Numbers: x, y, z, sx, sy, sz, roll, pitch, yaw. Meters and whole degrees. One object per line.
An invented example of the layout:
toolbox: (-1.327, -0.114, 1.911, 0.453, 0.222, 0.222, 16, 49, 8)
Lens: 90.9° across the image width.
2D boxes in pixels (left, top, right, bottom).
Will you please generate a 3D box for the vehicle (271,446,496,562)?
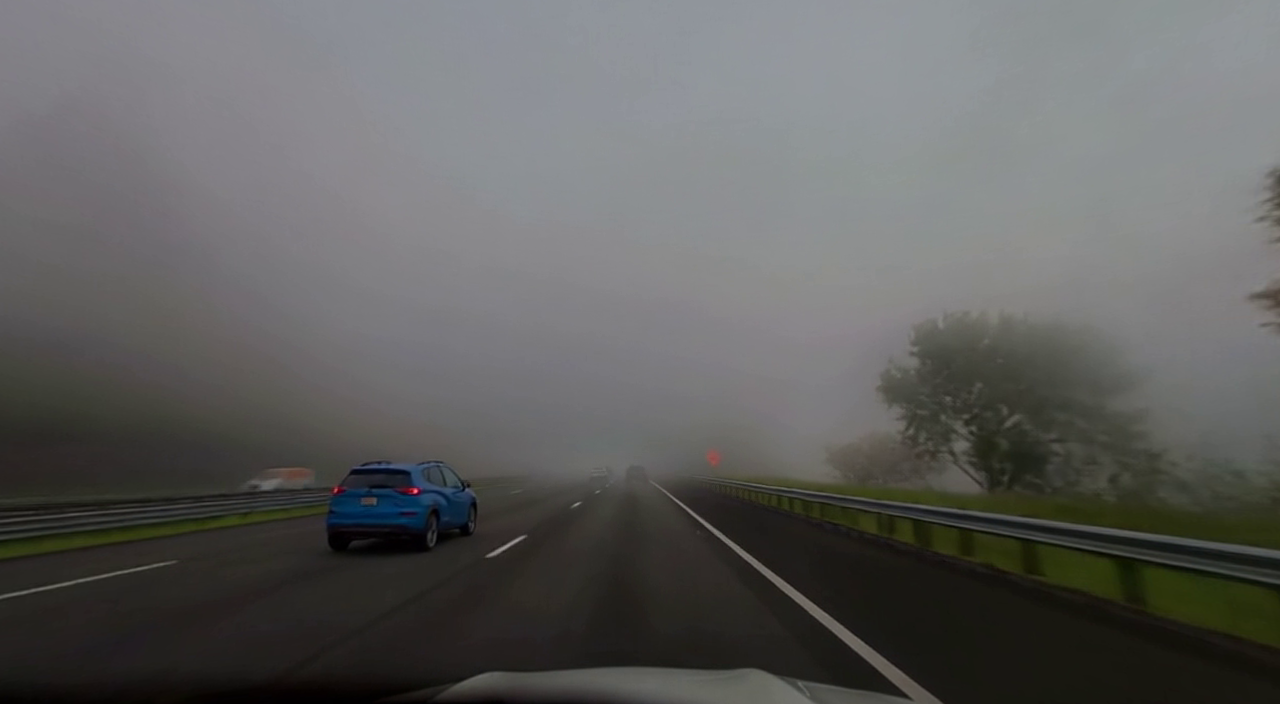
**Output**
vehicle: (-3.959, 2.454, 10.651, 2.017, 1.516, 4.041, 1, -11, 1)

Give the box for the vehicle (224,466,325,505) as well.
vehicle: (-15.645, 5.736, 27.280, 1.856, 1.480, 4.381, 1, -11, -2)
